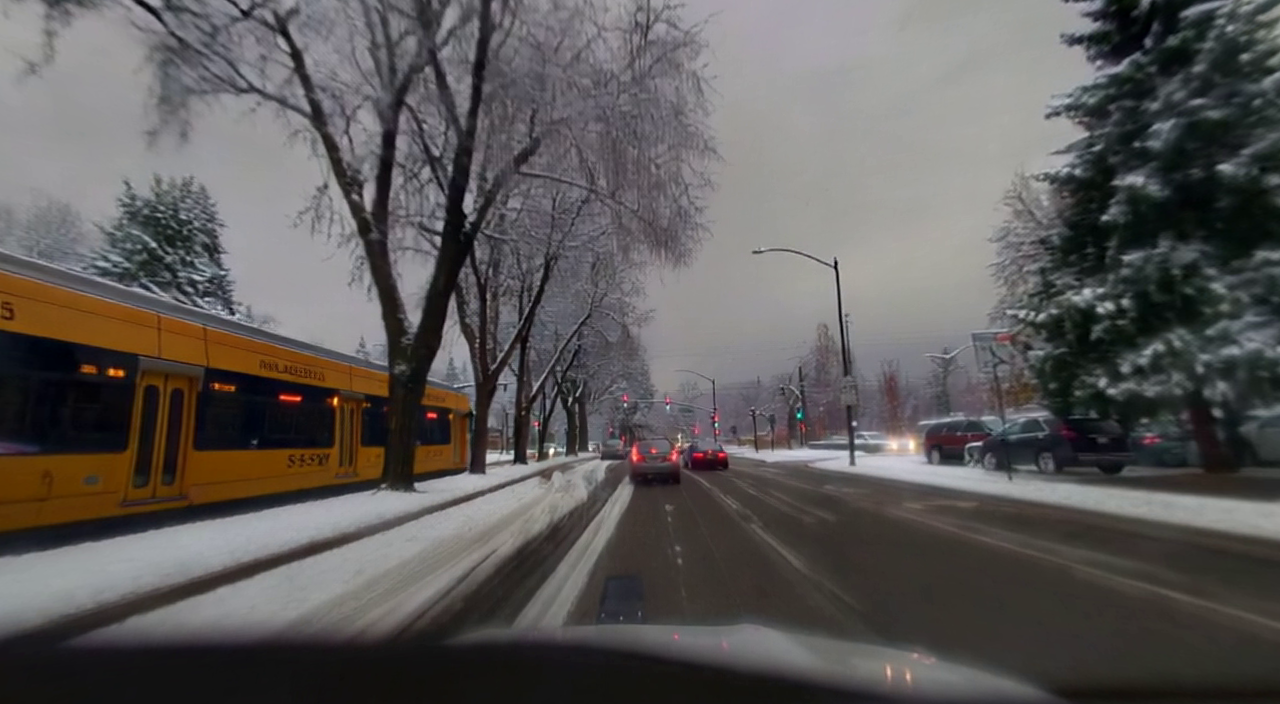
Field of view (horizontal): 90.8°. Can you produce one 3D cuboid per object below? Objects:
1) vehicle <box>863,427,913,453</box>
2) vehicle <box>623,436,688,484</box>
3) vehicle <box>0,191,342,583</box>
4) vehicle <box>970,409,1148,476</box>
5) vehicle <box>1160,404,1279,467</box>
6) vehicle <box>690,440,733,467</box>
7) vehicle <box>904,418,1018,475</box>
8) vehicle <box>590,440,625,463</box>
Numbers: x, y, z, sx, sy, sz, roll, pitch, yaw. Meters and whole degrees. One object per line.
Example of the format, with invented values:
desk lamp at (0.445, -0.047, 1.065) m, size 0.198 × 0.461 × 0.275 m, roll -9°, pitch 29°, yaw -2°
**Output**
vehicle at (19.372, 6.951, 49.628) m, size 2.116 × 1.937 × 4.515 m, roll 0°, pitch -8°, yaw 1°
vehicle at (0.501, 3.634, 21.628) m, size 2.002 × 1.471 × 4.337 m, roll 0°, pitch -8°, yaw 0°
vehicle at (-7.544, 0.309, 5.831) m, size 2.897 × 3.700 × 13.528 m, roll 0°, pitch -7°, yaw 1°
vehicle at (13.592, 3.022, 21.093) m, size 2.145 × 1.911 × 5.581 m, roll 0°, pitch -8°, yaw 0°
vehicle at (19.813, 2.638, 19.859) m, size 2.159 × 1.817 × 5.675 m, roll 0°, pitch -8°, yaw 1°
vehicle at (3.998, 5.750, 35.954) m, size 1.944 × 1.447 × 4.392 m, roll 0°, pitch -8°, yaw 0°
vehicle at (13.775, 4.001, 27.637) m, size 2.221 × 2.116 × 5.535 m, roll 1°, pitch -6°, yaw 1°
vehicle at (-2.126, 6.642, 42.323) m, size 2.118 × 1.478 × 4.076 m, roll 0°, pitch -8°, yaw 1°
